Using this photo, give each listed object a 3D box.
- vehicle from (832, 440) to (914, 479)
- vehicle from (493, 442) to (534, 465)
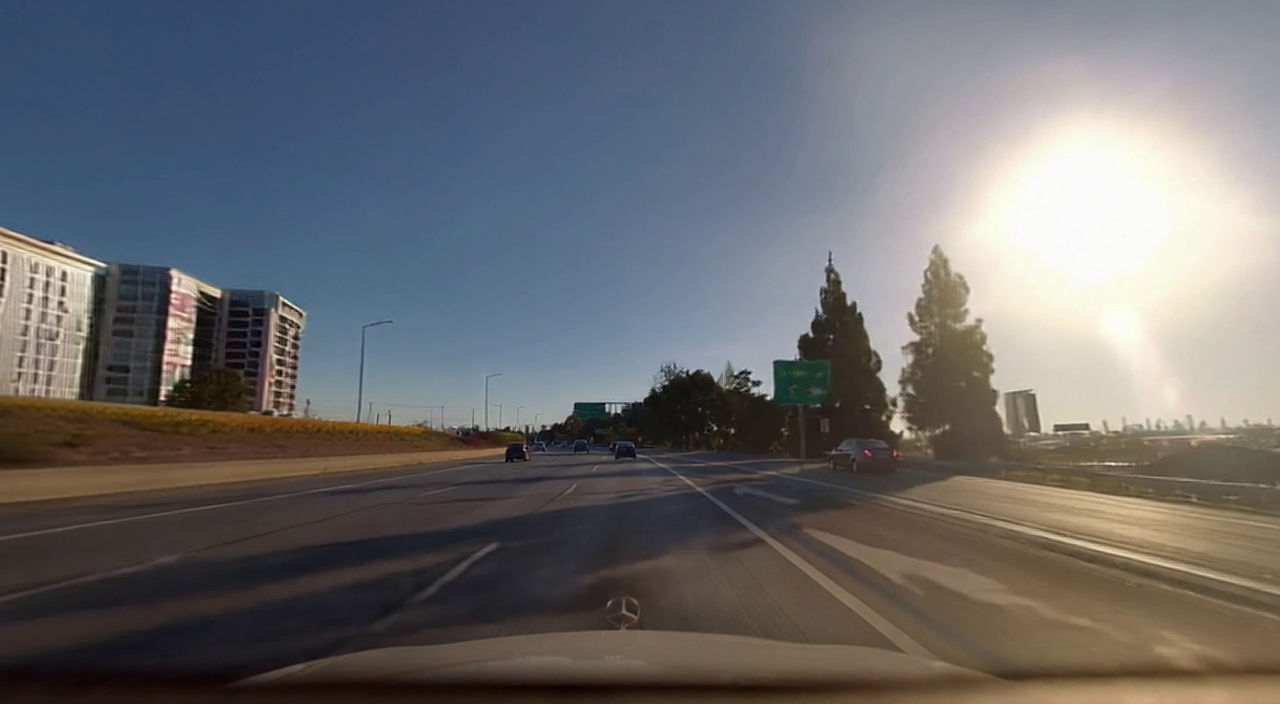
[{"bbox_3d":[11.414,5.270,31.300,2.023,1.782,4.193,1,-9,-8],"label":"vehicle"},{"bbox_3d":[-8.527,6.880,43.051,2.009,1.454,4.250,0,-9,-1],"label":"vehicle"}]
